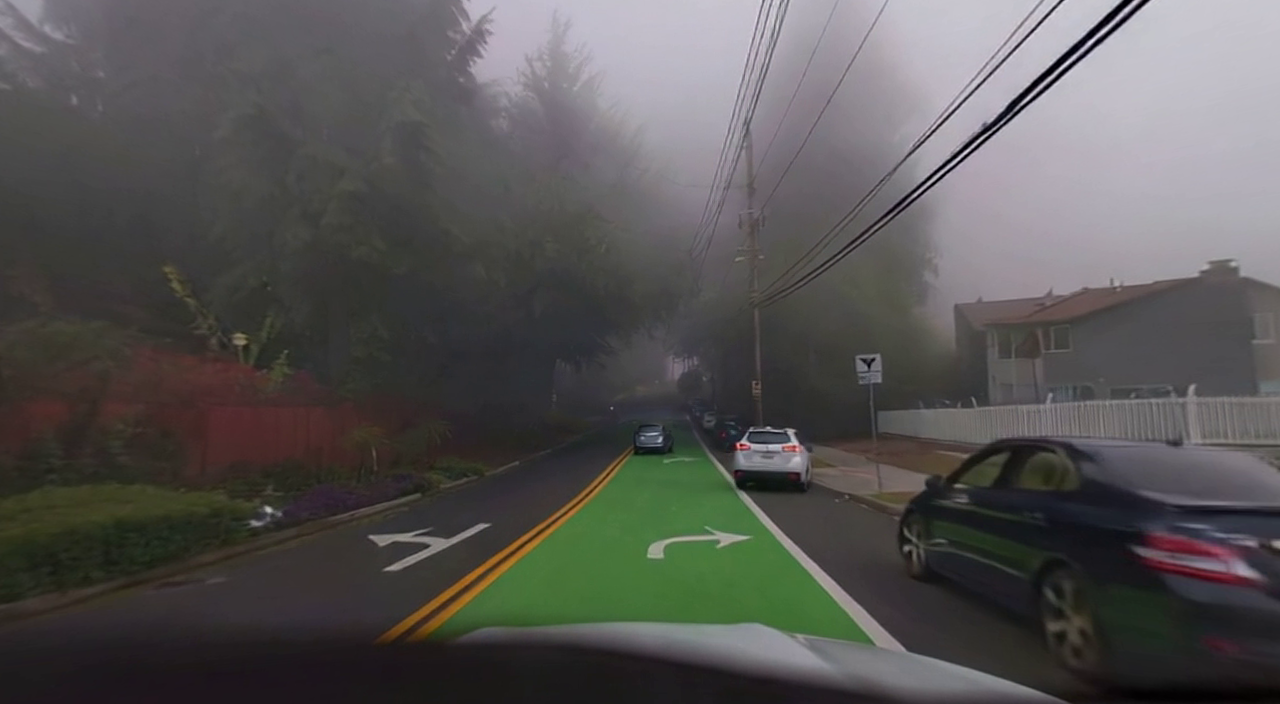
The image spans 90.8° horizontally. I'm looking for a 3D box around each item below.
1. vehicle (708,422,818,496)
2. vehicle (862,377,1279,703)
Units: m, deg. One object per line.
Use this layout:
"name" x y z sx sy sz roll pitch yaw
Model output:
"vehicle" 3.016 2.563 15.450 2.235 1.500 4.496 -2 -9 12
"vehicle" 3.446 1.277 4.839 1.909 1.694 4.472 0 -9 1
